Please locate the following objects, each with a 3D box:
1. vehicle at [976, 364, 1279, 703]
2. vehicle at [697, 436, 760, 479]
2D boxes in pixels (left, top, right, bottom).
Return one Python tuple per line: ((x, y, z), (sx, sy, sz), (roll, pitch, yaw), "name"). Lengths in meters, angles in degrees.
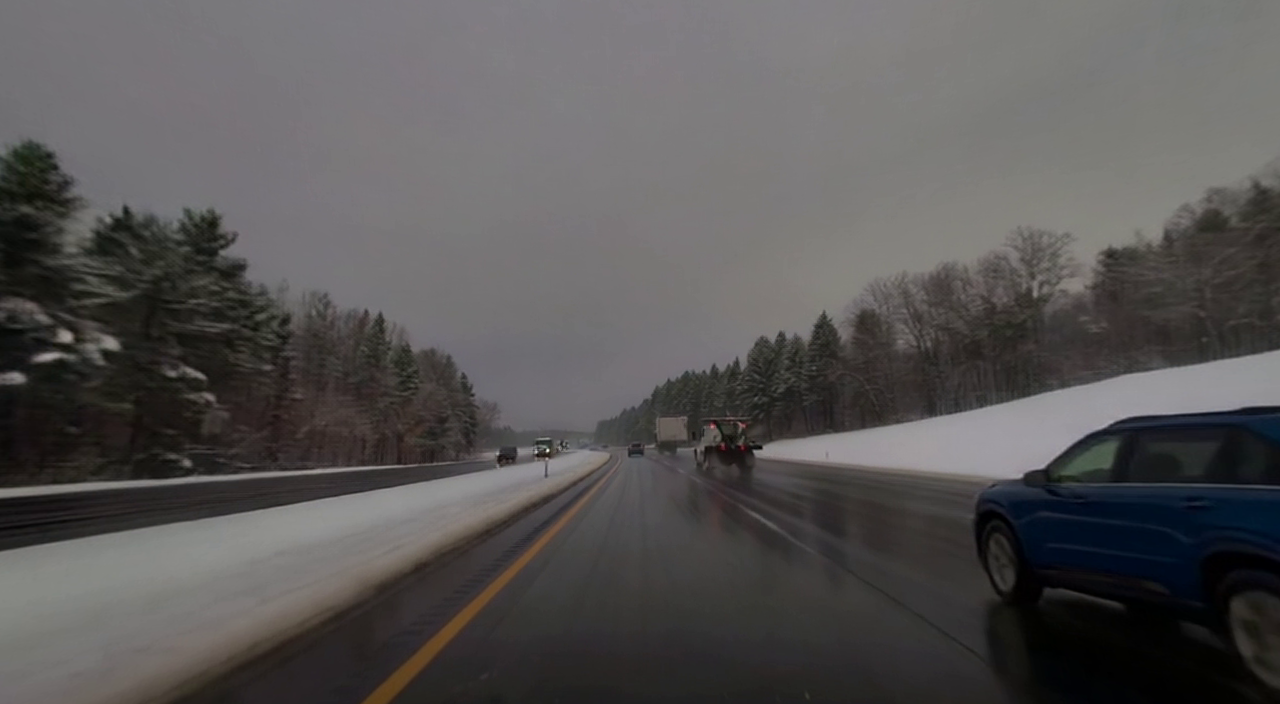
((3.900, 0.927, 3.314), (2.005, 1.604, 4.002), (0, -9, 0), "vehicle")
((3.691, 4.496, 27.082), (2.022, 1.658, 4.132), (0, -9, -1), "vehicle")
